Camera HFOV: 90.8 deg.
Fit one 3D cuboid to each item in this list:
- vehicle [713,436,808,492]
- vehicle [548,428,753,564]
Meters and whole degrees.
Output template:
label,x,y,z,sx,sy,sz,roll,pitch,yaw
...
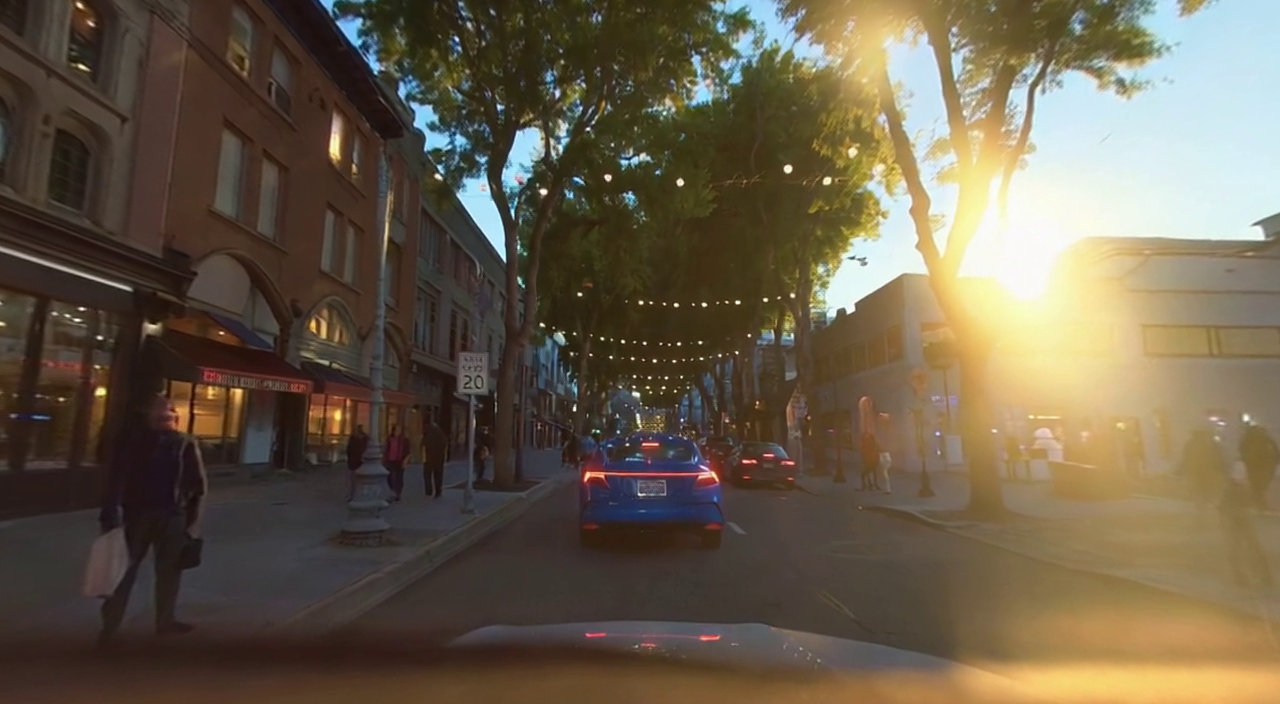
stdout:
label,x,y,z,sx,sy,sz,roll,pitch,yaw
vehicle,3.591,3.433,19.697,2.025,1.523,4.426,0,-9,-1
vehicle,0.074,1.904,9.097,2.261,1.474,4.130,0,-9,-1
